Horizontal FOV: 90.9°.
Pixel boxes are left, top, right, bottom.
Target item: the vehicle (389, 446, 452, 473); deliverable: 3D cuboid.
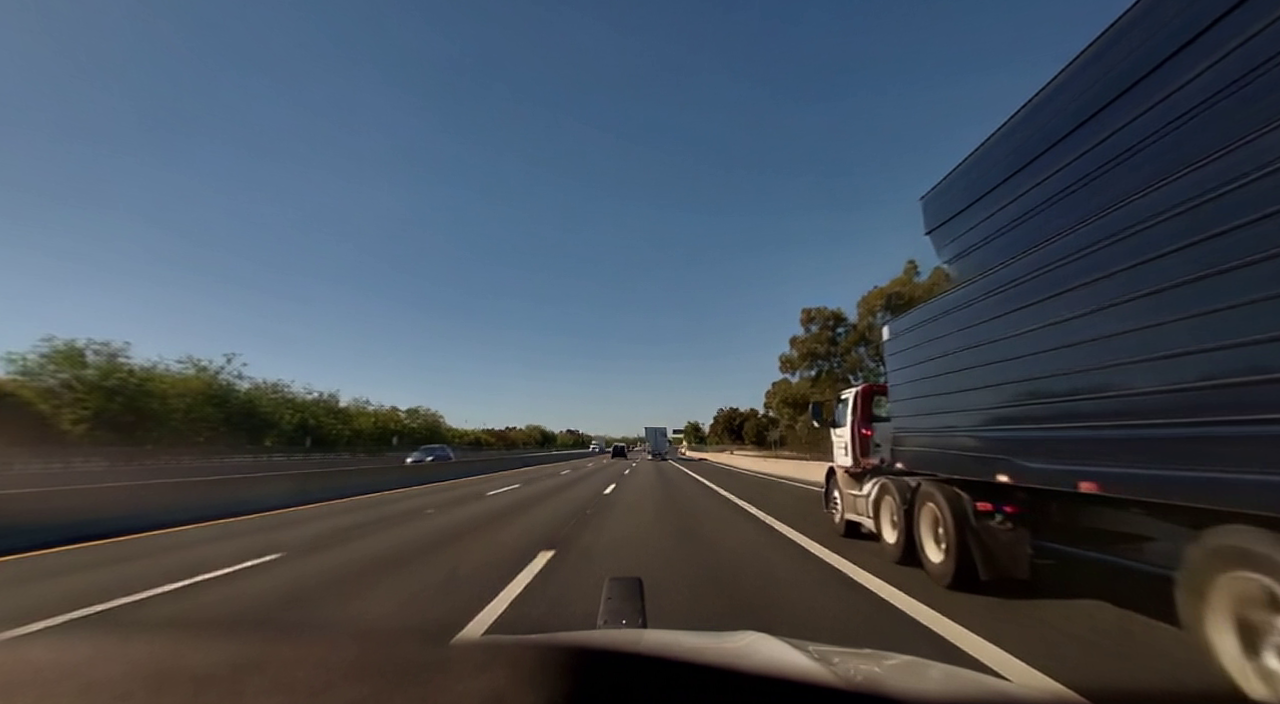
[{"bbox_3d":[-13.207,6.474,38.203,2.077,1.541,4.507,0,-8,2],"label":"vehicle"}]
